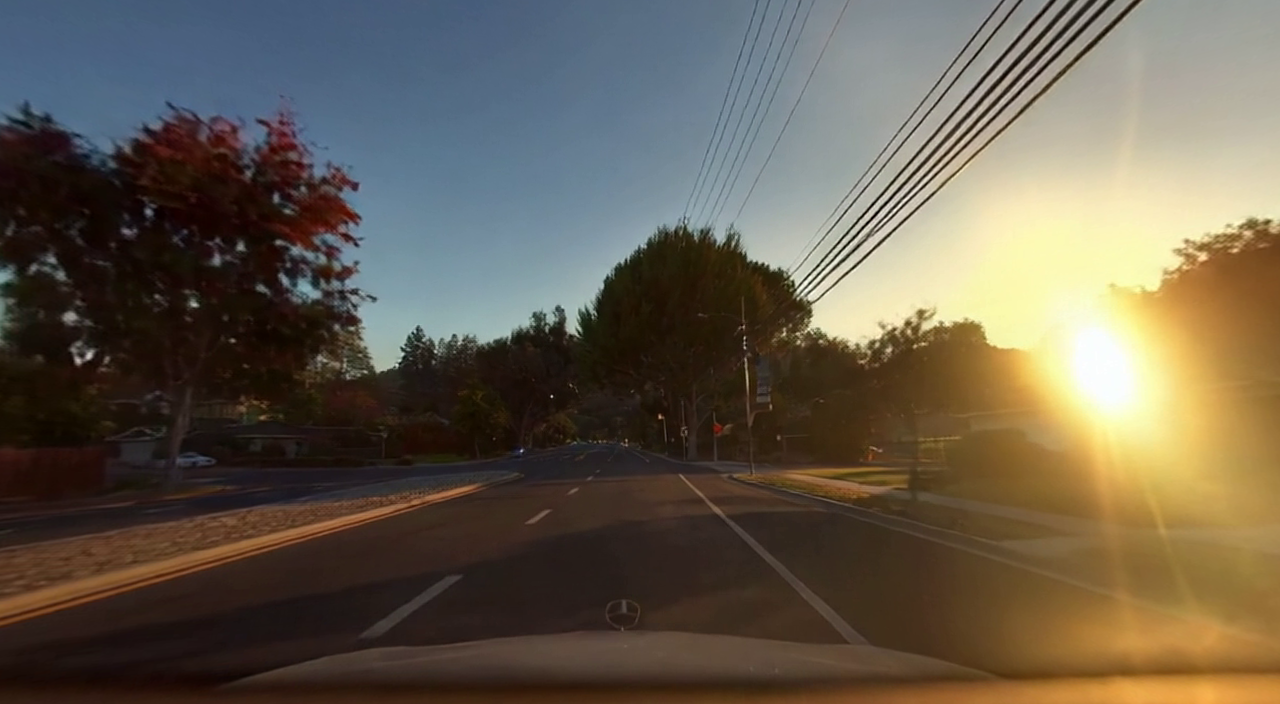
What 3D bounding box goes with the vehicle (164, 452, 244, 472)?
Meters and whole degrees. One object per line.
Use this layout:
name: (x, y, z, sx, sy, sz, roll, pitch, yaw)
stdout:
vehicle: (-31.155, 7.841, 45.260, 4.267, 1.381, 1.786, 1, -9, -5)
